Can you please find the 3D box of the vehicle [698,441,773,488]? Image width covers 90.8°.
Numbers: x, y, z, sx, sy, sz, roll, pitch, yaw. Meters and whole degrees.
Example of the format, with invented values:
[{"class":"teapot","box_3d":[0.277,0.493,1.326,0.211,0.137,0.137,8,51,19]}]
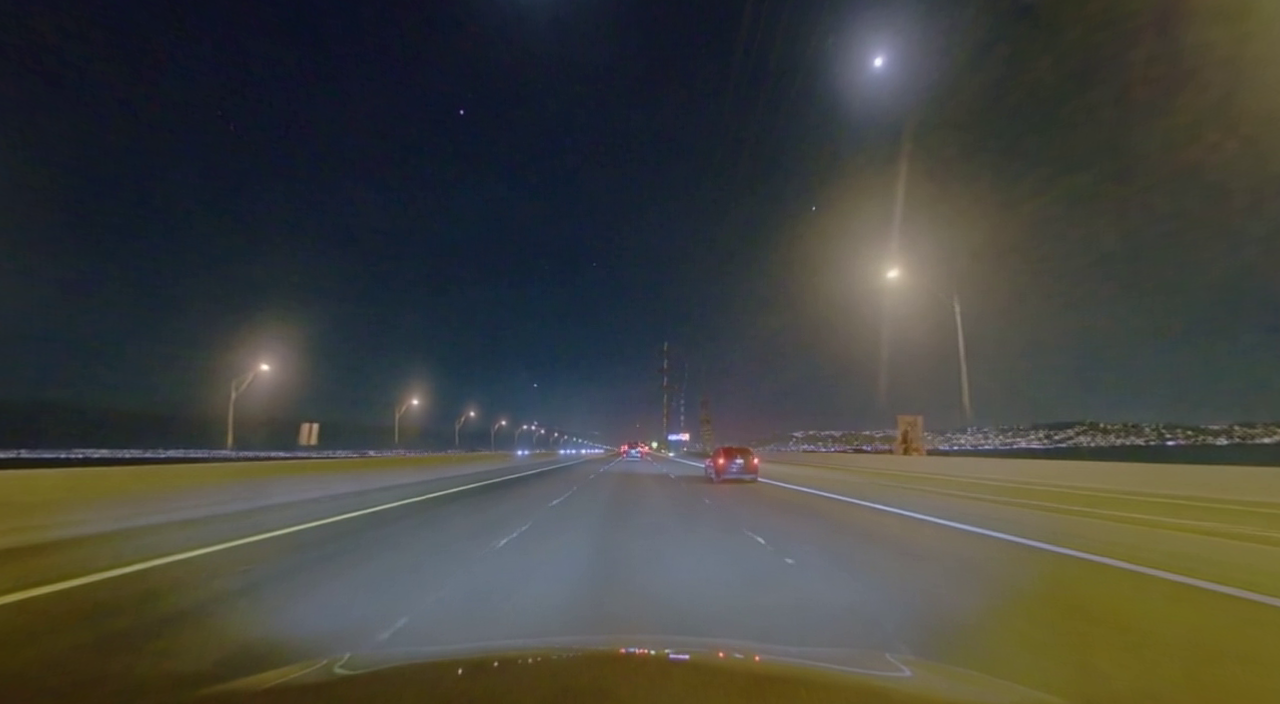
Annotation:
[{"class":"vehicle","box_3d":[3.267,3.967,22.574,1.890,1.490,4.373,0,-8,-1]}]
